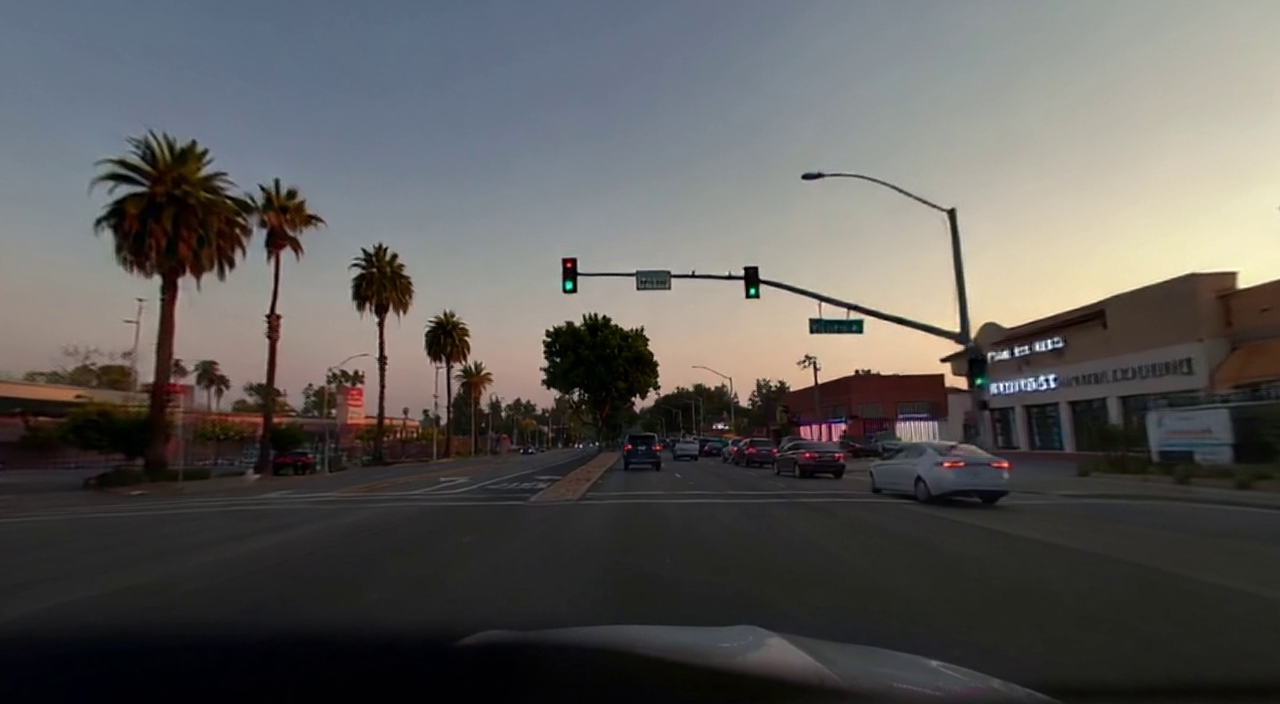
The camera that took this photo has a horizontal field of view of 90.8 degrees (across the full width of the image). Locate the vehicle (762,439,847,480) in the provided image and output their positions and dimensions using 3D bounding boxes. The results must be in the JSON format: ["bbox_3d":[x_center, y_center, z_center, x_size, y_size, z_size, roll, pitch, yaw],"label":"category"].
[{"bbox_3d":[6.622,4.394,26.038,2.038,1.476,5.032,0,-9,-1],"label":"vehicle"}]

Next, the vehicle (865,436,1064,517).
[{"bbox_3d":[6.758,2.628,13.849,1.902,1.461,4.428,0,-9,-2],"label":"vehicle"}]

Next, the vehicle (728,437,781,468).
[{"bbox_3d":[6.642,5.906,37.191,2.100,1.675,4.536,0,-9,-2],"label":"vehicle"}]

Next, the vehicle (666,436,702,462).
[{"bbox_3d":[3.146,7.122,46.190,2.187,1.777,4.444,0,-9,-2],"label":"vehicle"}]

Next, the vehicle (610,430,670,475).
[{"bbox_3d":[-0.037,4.495,28.284,2.428,1.816,4.959,0,-9,-1],"label":"vehicle"}]
